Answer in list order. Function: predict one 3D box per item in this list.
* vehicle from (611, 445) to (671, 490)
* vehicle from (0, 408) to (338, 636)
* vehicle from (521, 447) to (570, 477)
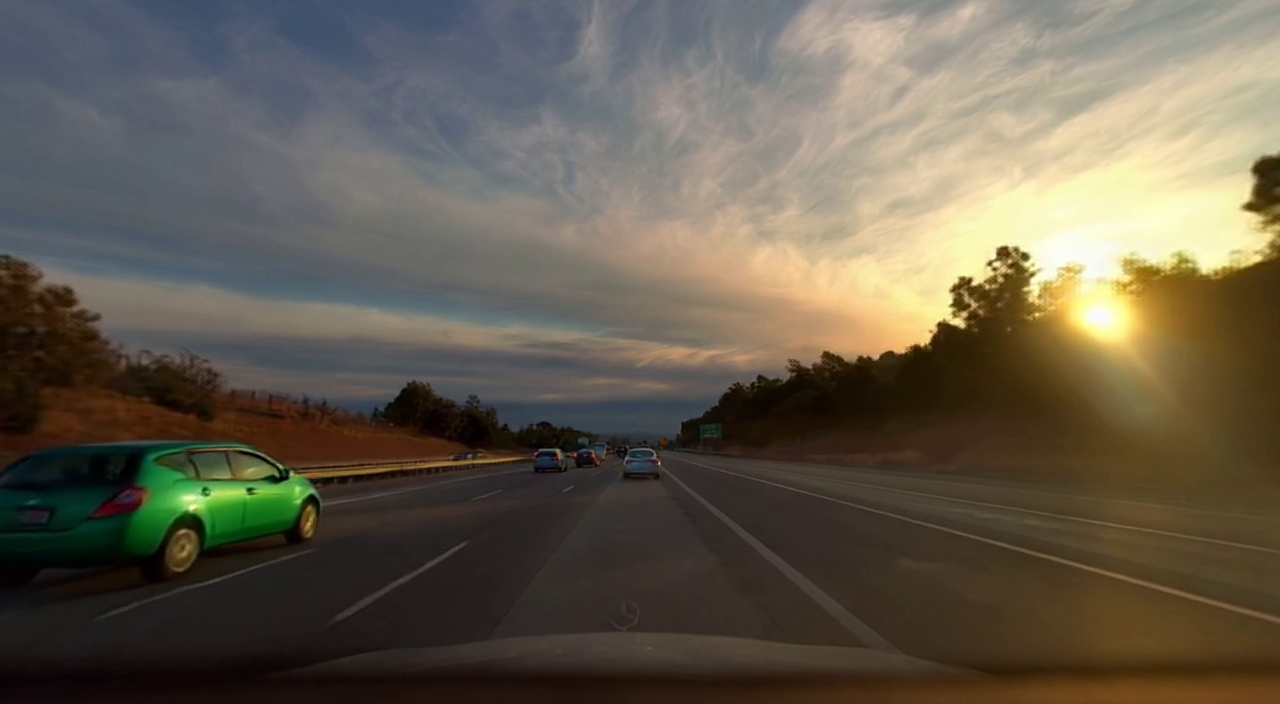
[{"bbox_3d":[0.030,4.059,22.458,1.940,1.451,3.512,0,-9,0],"label":"vehicle"},{"bbox_3d":[-5.292,1.548,6.667,2.058,1.626,4.118,0,-9,1],"label":"vehicle"},{"bbox_3d":[-4.898,5.768,33.165,1.892,1.481,4.180,0,-9,1],"label":"vehicle"}]
